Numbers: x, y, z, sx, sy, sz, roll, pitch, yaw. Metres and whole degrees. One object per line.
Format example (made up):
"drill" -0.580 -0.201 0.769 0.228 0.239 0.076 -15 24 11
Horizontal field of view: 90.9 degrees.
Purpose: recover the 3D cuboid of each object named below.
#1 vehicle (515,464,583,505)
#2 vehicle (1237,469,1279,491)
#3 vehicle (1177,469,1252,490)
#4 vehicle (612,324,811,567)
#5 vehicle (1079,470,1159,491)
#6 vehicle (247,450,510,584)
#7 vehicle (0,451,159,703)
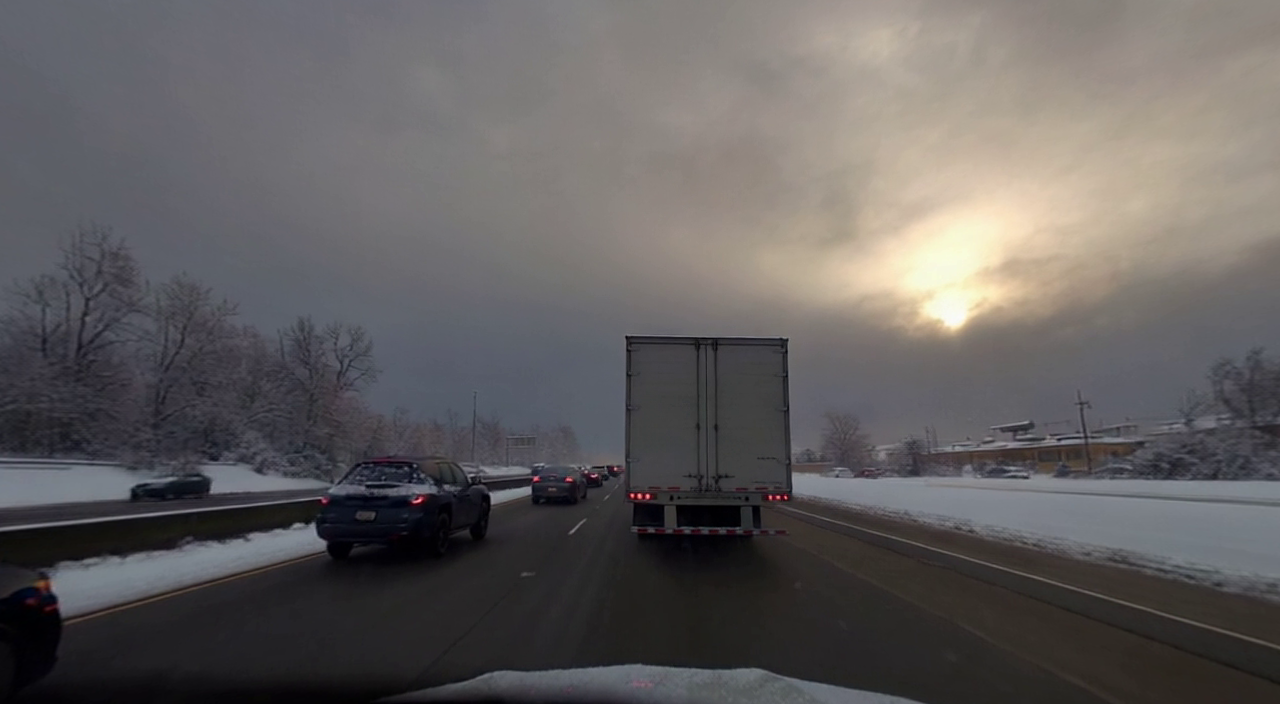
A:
"vehicle" -3.589 5.336 25.632 1.964 1.482 4.371 0 -11 1
"vehicle" 48.913 9.849 48.561 4.681 1.572 1.862 3 -11 -15
"vehicle" 42.980 9.565 47.151 3.974 1.485 1.709 1 -11 -4
"vehicle" 1.103 2.113 13.595 2.831 3.529 8.689 0 -11 1
"vehicle" 35.750 9.576 47.131 4.299 1.465 1.807 -1 -11 7
"vehicle" -3.537 2.358 9.729 1.983 1.509 4.679 1 -11 1
"vehicle" -4.236 0.948 1.829 2.043 1.391 4.515 0 -11 1
